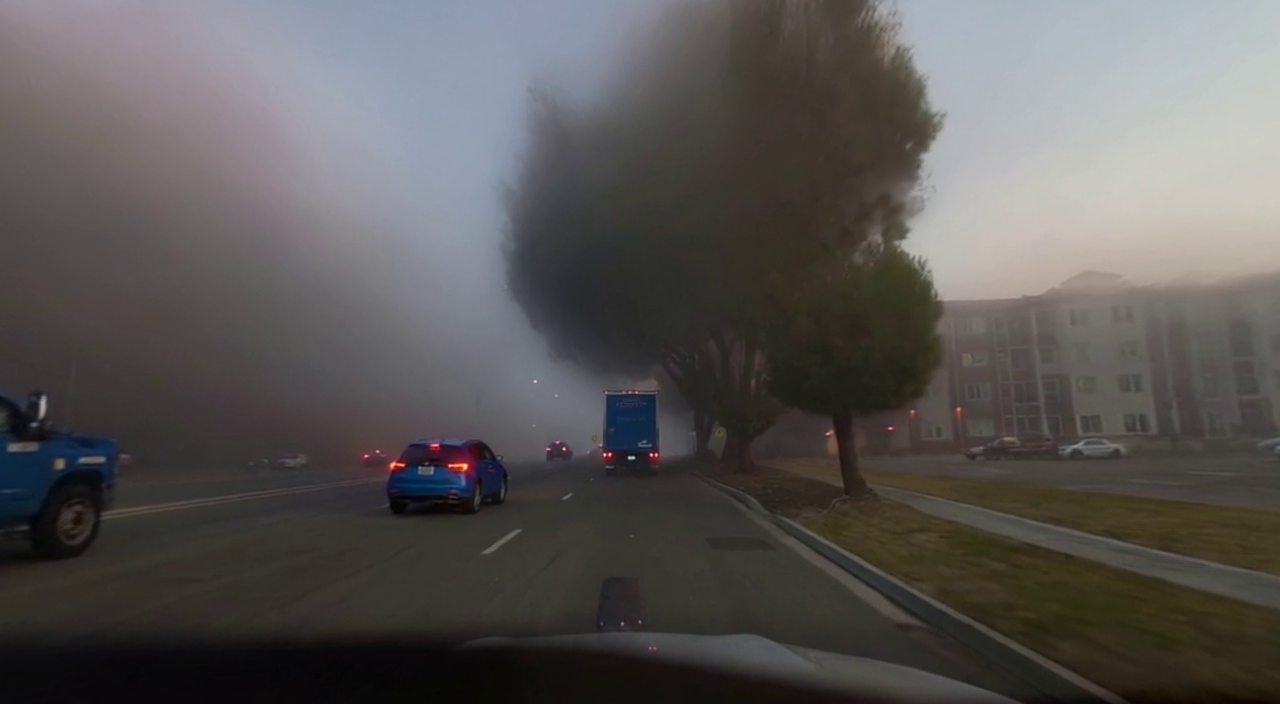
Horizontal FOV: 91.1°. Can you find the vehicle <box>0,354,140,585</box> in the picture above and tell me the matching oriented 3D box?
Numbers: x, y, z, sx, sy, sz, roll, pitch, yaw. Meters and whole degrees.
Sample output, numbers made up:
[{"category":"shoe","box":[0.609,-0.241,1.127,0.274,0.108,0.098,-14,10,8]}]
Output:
[{"category":"vehicle","box":[-7.396,0.909,4.550,2.391,2.204,6.157,0,-9,1]}]

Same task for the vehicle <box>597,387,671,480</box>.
[{"category":"vehicle","box":[-0.195,3.869,29.247,2.905,3.644,8.807,0,-9,1]}]

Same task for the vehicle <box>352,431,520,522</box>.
[{"category":"vehicle","box":[-4.042,2.536,13.349,2.078,1.597,4.355,0,-9,0]}]
